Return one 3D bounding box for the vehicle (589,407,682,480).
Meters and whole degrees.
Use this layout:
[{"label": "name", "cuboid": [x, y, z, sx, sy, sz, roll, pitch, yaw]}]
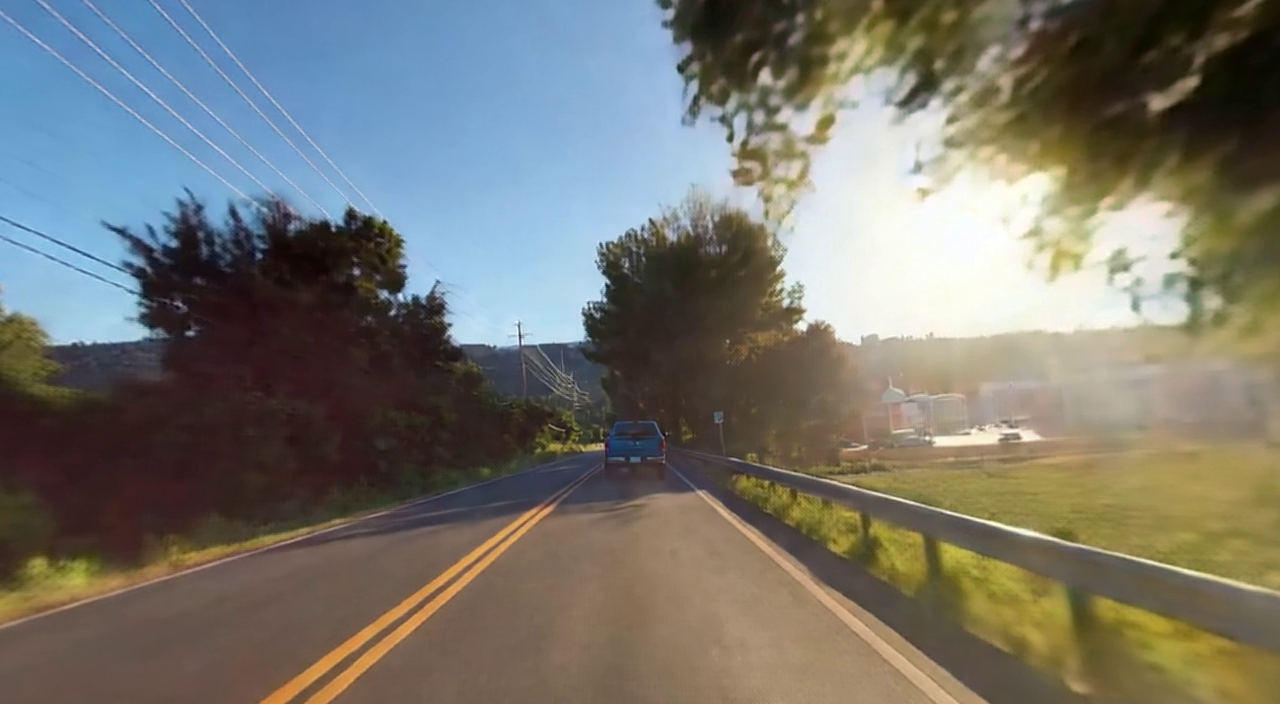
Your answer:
[{"label": "vehicle", "cuboid": [-0.230, 3.482, 24.180, 3.021, 2.326, 7.410, 0, -8, -1]}]
